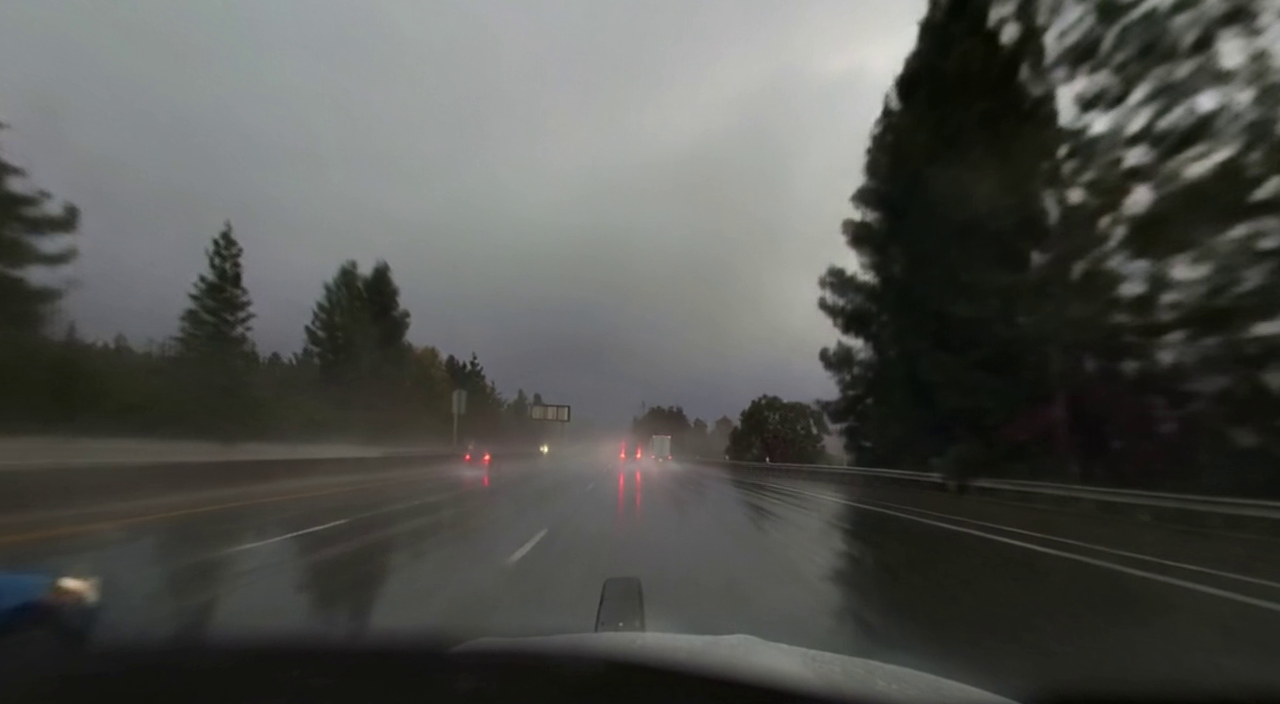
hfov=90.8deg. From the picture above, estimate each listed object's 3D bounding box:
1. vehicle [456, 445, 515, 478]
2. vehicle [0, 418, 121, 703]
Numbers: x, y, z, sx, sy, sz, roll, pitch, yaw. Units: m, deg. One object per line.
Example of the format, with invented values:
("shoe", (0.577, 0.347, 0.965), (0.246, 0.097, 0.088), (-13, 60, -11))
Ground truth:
("vehicle", (-7.458, 5.307, 30.804), (1.915, 1.479, 3.843), (0, -9, 0))
("vehicle", (-4.198, 0.852, 1.582), (2.090, 1.487, 4.276), (0, -9, 1))
